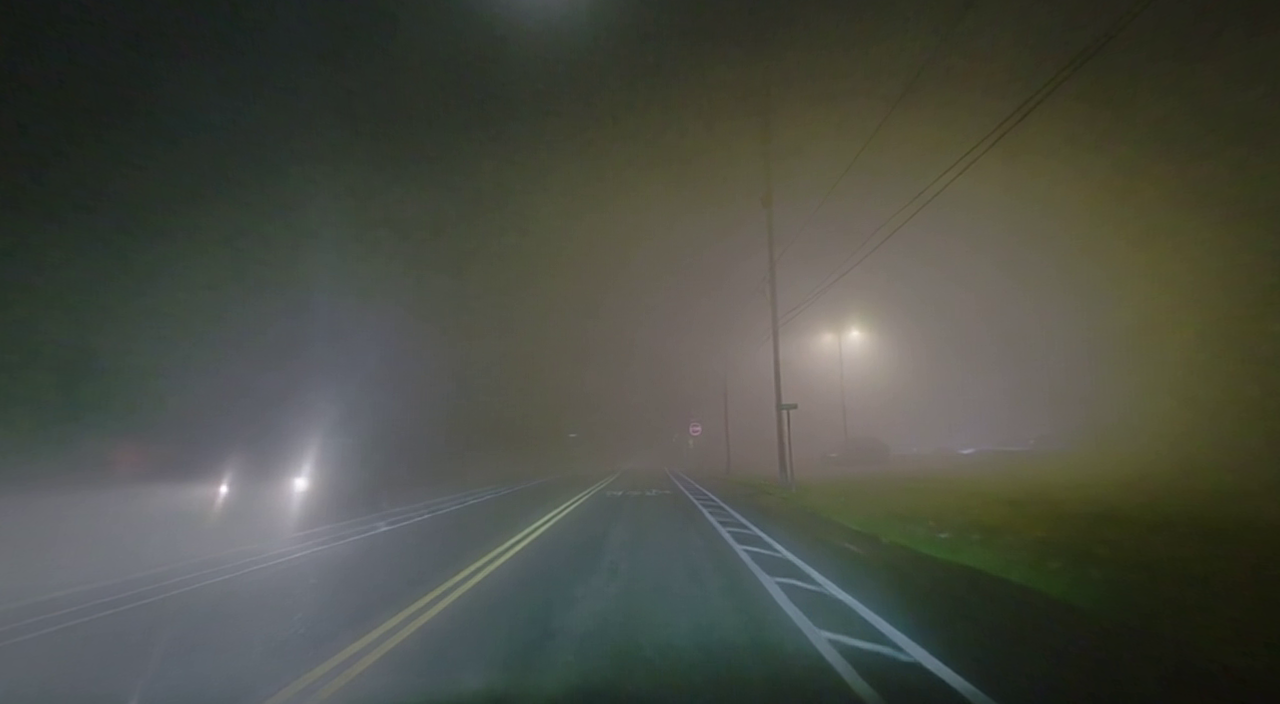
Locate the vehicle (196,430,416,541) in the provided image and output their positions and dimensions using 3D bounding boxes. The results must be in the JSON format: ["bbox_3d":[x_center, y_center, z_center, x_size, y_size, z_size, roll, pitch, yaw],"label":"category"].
[{"bbox_3d":[-6.386,2.631,12.800,1.992,1.797,4.372,-2,-10,1],"label":"vehicle"}]
